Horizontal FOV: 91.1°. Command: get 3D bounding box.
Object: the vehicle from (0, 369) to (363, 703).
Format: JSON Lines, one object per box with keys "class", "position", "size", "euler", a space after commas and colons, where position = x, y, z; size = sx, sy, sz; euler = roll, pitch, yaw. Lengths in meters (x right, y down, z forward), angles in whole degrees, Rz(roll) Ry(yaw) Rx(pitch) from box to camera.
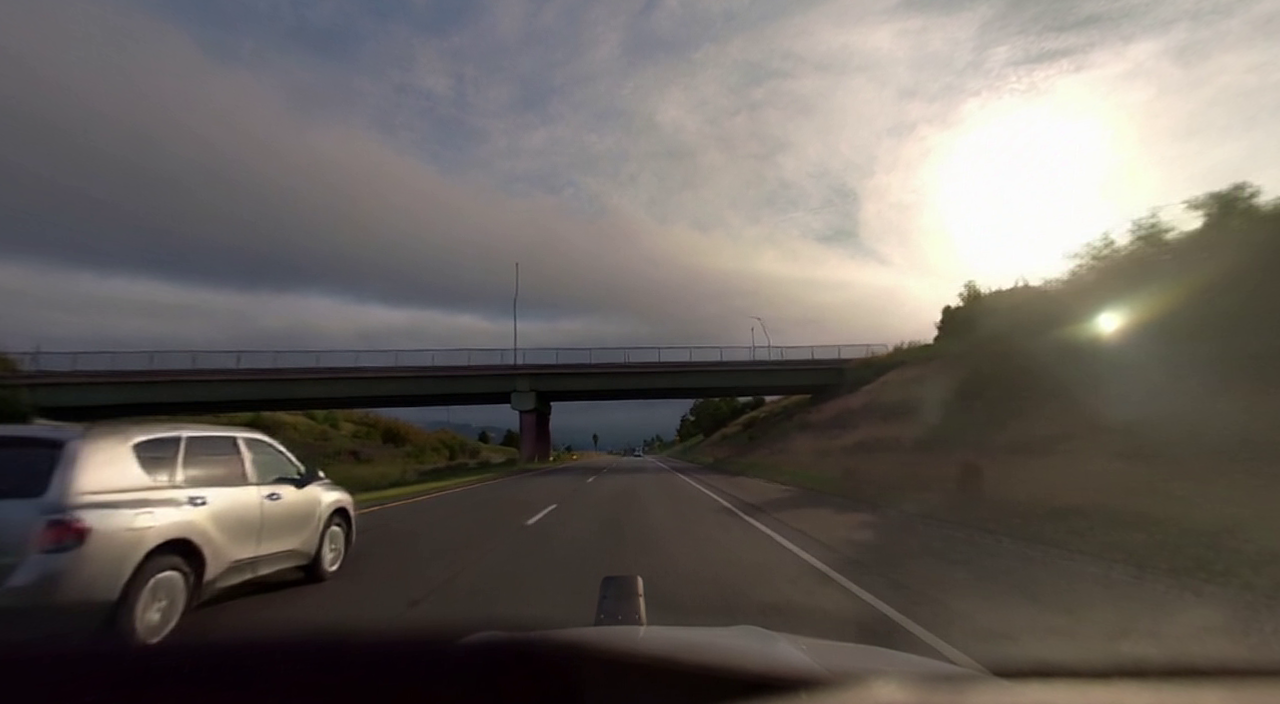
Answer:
{"class": "vehicle", "position": [-3.887, 1.137, 4.211], "size": [2.082, 1.668, 4.274], "euler": [0, -9, 0]}
